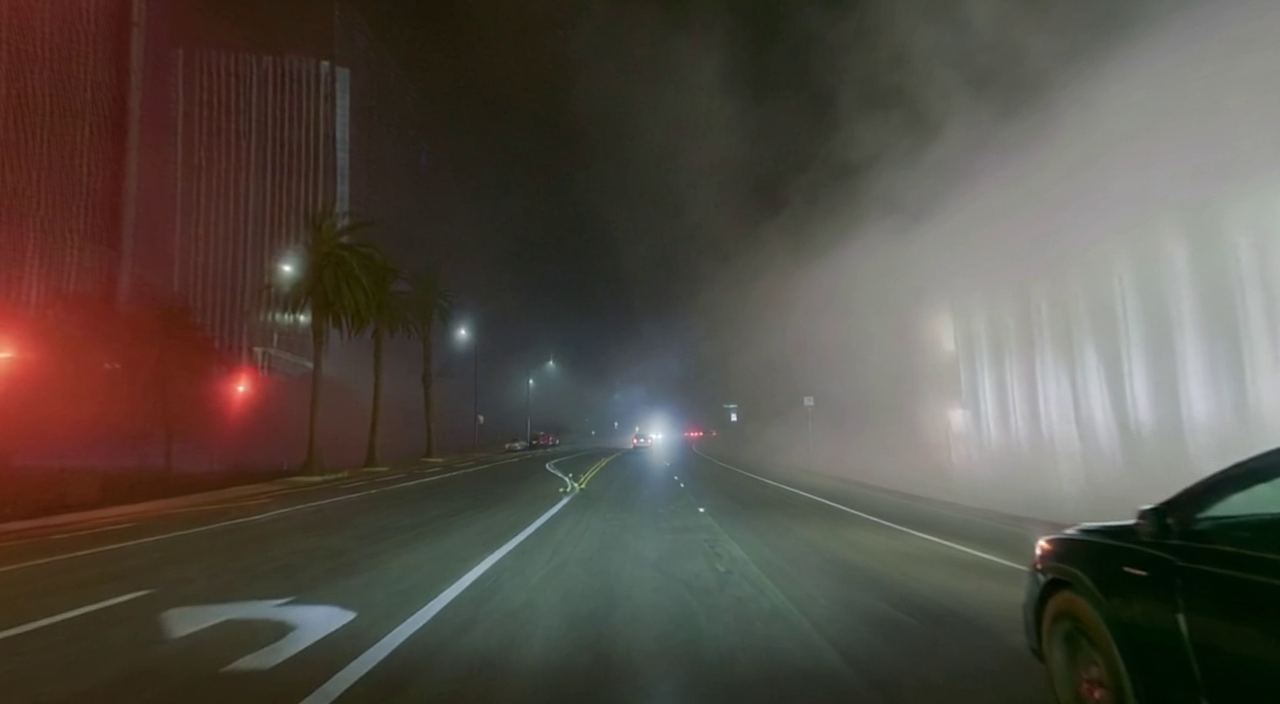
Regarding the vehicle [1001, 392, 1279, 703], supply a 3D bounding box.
[{"bbox_3d":[3.218,0.780,1.519,1.990,1.476,4.491,0,-9,-1],"label":"vehicle"}]
